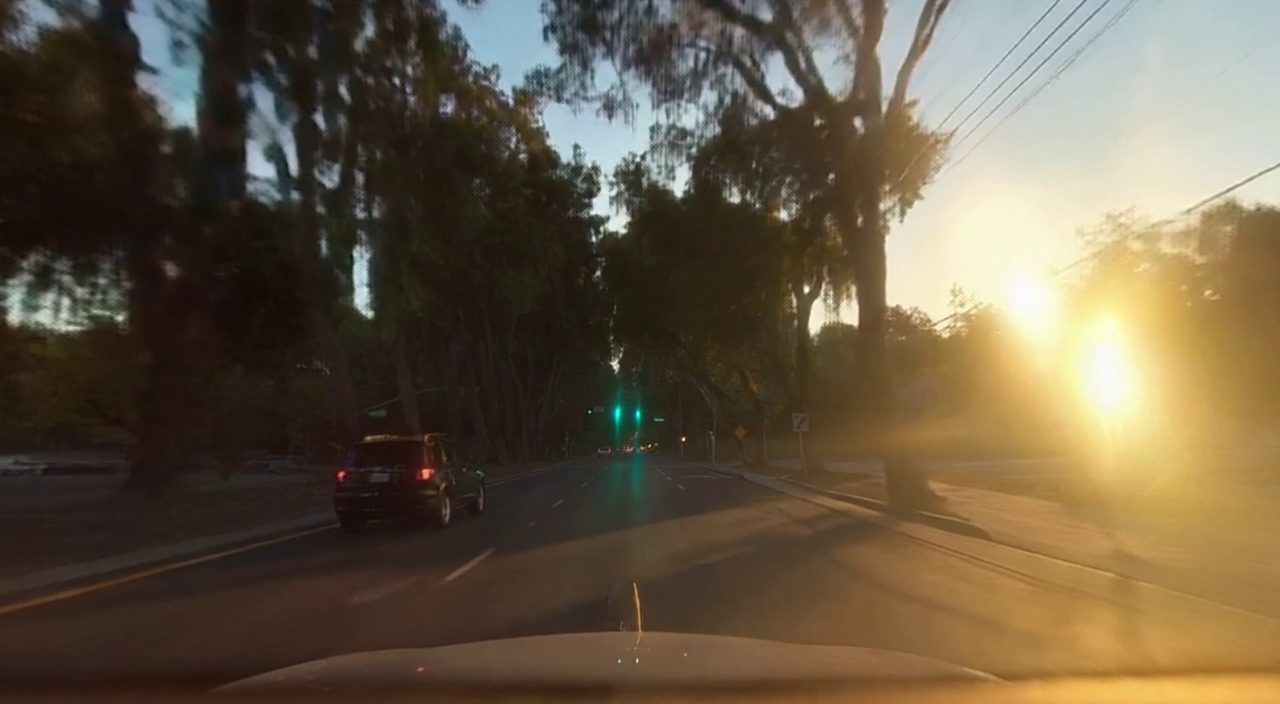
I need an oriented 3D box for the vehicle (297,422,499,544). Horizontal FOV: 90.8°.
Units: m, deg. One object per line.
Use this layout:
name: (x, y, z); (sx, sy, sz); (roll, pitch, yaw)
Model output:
vehicle: (-3.982, 2.213, 11.254); (2.018, 1.769, 3.897); (0, -9, 0)
